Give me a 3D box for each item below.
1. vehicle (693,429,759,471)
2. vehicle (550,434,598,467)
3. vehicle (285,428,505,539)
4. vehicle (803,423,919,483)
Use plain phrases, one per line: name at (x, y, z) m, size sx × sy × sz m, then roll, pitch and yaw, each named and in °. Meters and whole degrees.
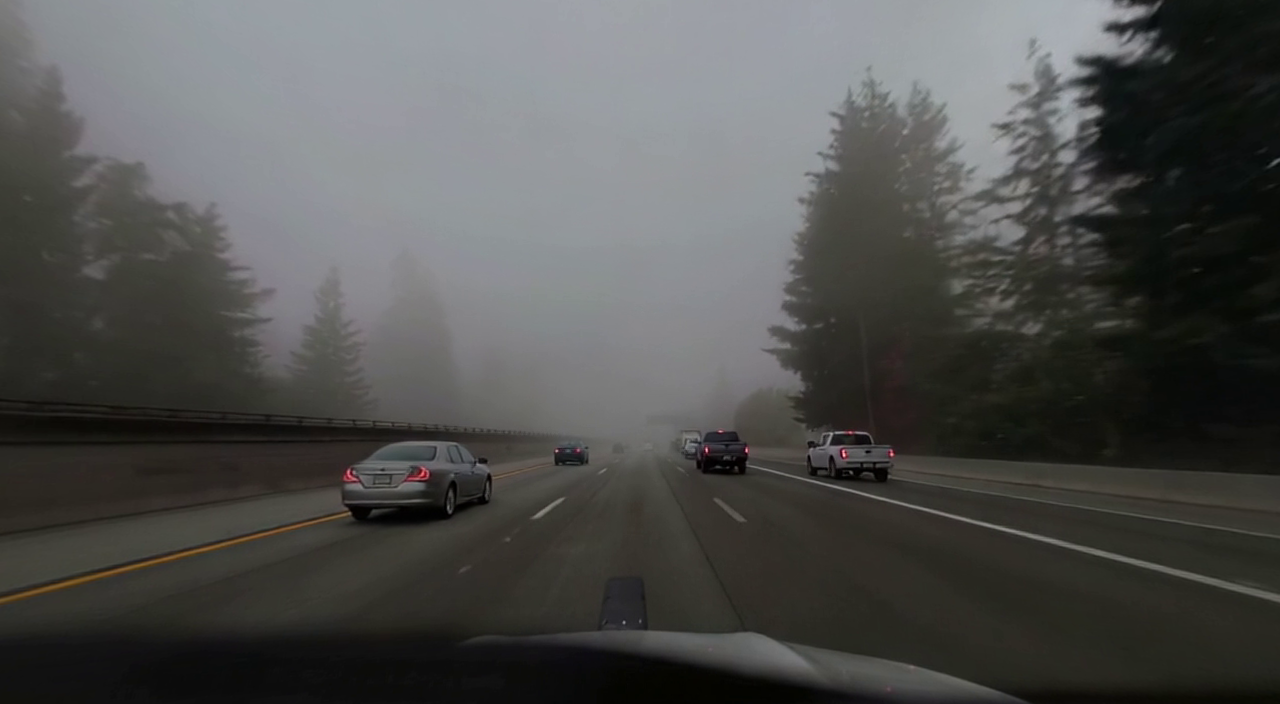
vehicle at (4.215, 4.924, 31.974) m, size 2.517 × 1.935 × 5.552 m, roll 0°, pitch -8°, yaw -1°
vehicle at (-3.413, 5.205, 33.452) m, size 2.020 × 1.628 × 4.248 m, roll 0°, pitch -8°, yaw 1°
vehicle at (-3.745, 2.068, 10.563) m, size 1.978 × 1.473 × 4.073 m, roll 0°, pitch -8°, yaw 1°
vehicle at (7.984, 3.723, 23.577) m, size 2.291 × 1.968 × 5.662 m, roll 0°, pitch -8°, yaw 0°
